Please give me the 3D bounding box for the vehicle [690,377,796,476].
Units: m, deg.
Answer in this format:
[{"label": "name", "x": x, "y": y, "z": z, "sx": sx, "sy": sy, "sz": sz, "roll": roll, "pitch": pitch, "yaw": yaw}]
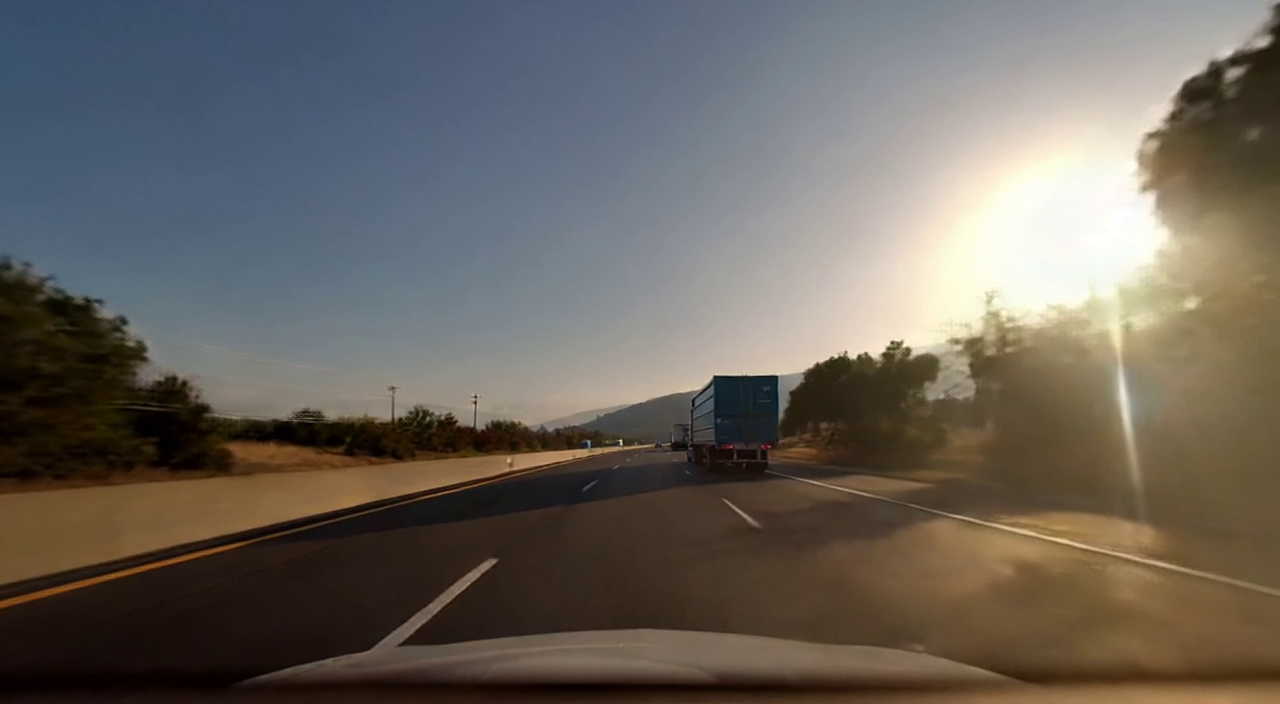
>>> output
[{"label": "vehicle", "x": 4.757, "y": 4.086, "z": 32.799, "sx": 3.485, "sy": 3.975, "sz": 14.489, "roll": 0, "pitch": -8, "yaw": 2}]
